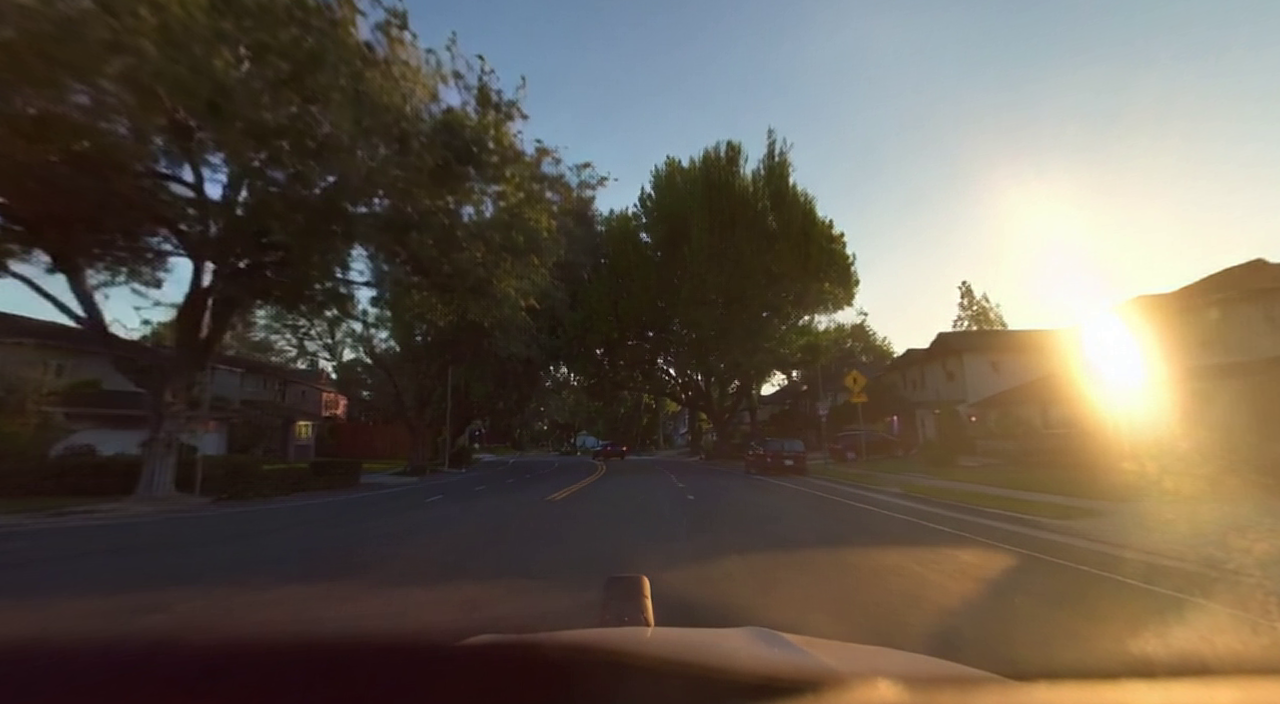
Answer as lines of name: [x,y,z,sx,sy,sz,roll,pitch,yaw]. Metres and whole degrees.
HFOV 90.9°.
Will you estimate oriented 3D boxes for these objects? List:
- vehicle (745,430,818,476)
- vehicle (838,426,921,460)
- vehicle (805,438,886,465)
vehicle: [6.842,4.952,31.259,2.348,1.986,6.289,0,-8,2]
vehicle: [15.890,6.034,42.281,2.205,1.995,5.543,-1,-6,-16]
vehicle: [12.564,6.100,38.566,4.508,1.462,1.721,4,-10,-17]
